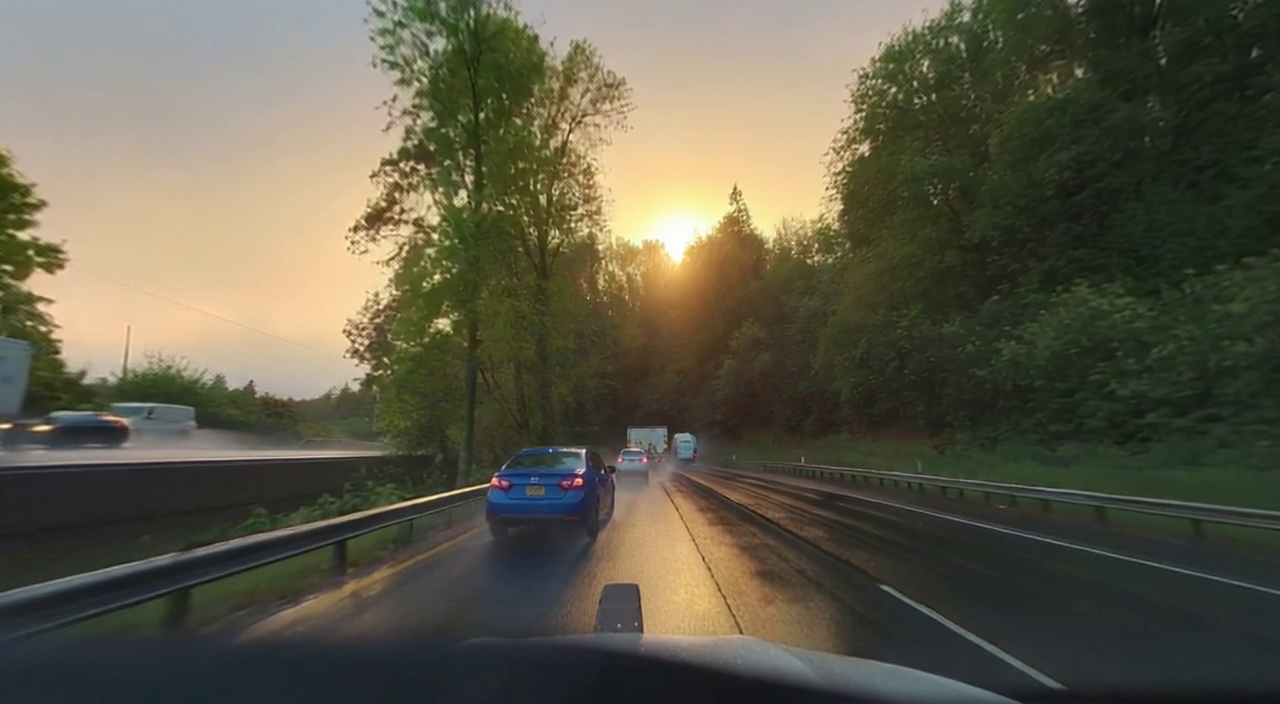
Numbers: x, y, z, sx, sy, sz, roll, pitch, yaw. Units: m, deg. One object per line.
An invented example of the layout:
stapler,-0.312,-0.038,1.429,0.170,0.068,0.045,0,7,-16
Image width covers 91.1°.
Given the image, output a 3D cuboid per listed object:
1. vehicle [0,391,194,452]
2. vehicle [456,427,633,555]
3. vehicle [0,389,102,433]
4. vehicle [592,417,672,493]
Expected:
vehicle,-24.620,3.276,28.069,2.936,2.251,9.653,0,-9,-4
vehicle,-1.227,2.050,9.845,2.038,1.582,3.729,-1,-9,2
vehicle,-24.526,2.459,25.469,1.877,1.545,4.125,0,-9,-3
vehicle,-0.250,3.482,21.391,2.389,2.257,4.545,0,-9,0
